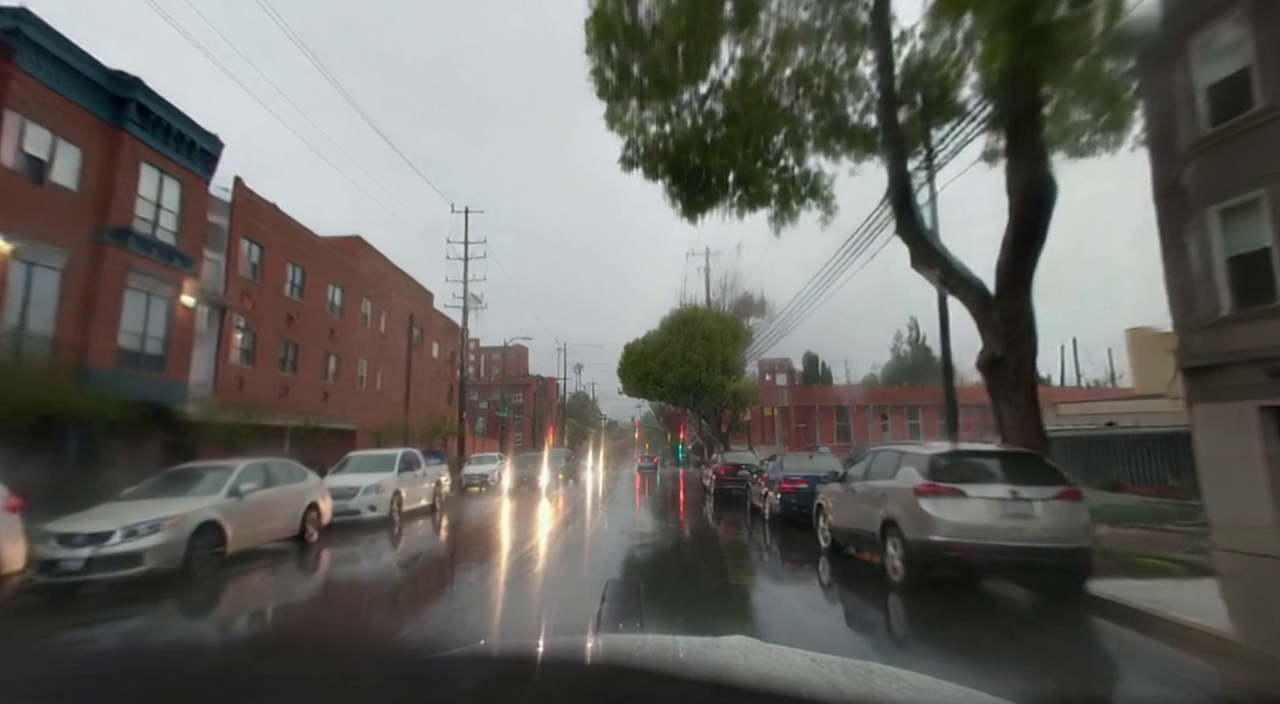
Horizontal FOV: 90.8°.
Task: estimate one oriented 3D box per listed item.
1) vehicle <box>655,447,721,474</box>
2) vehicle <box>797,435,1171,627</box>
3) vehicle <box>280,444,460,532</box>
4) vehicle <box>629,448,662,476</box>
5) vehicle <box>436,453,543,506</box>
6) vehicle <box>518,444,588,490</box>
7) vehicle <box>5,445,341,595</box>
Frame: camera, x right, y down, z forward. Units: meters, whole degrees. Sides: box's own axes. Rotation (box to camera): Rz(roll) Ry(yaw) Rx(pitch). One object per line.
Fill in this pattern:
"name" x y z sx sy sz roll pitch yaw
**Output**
"vehicle" 3.755 8.341 48.735 5.167 1.895 2.140 7 -11 -42
"vehicle" 3.385 1.798 7.404 1.895 1.553 4.235 0 -9 -1
"vehicle" -6.703 3.398 16.683 2.263 1.882 5.706 0 -9 0
"vehicle" 0.400 7.178 41.454 2.059 1.736 3.994 0 -9 1
"vehicle" -5.198 4.212 21.357 1.994 1.510 4.802 5 -10 -32
"vehicle" -3.762 5.061 28.217 2.236 1.834 4.743 -1 -9 3
"vehicle" -6.680 2.351 9.867 1.925 1.759 4.396 0 -9 -2
